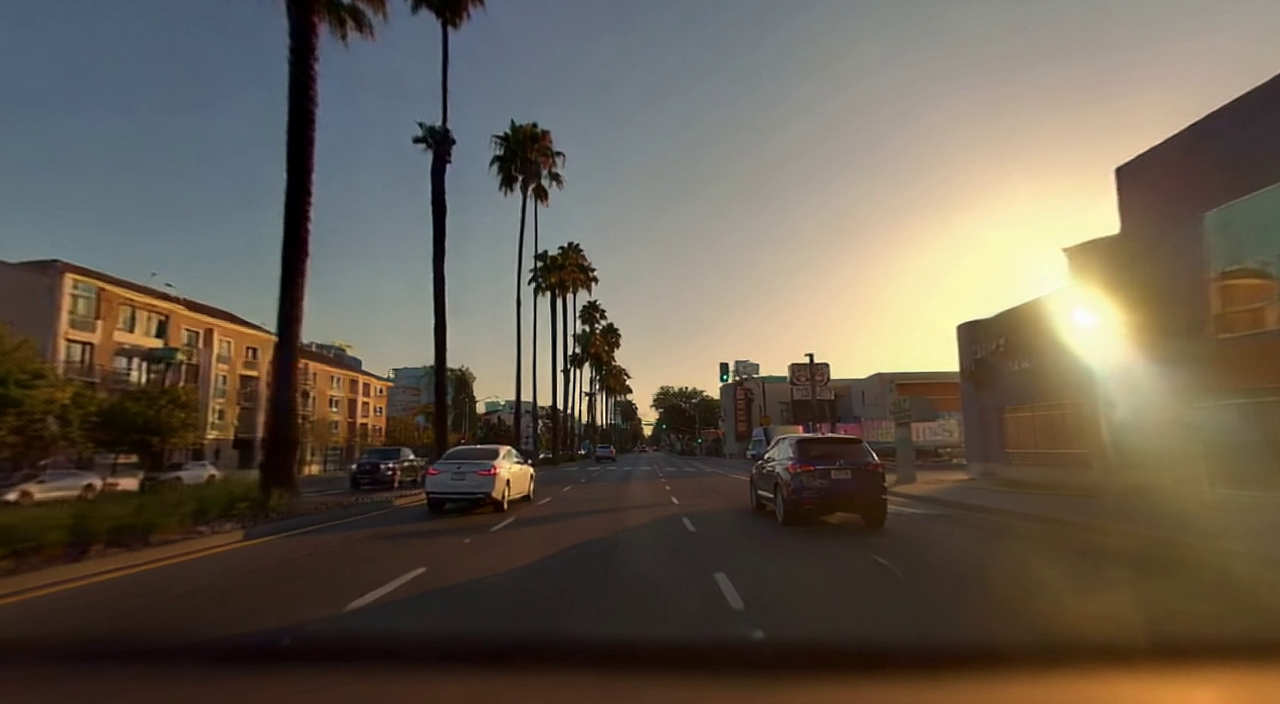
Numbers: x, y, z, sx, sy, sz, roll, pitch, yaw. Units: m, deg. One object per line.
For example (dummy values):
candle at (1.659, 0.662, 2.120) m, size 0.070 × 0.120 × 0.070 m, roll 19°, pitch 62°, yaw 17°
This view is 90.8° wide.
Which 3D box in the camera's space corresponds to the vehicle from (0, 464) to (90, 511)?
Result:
vehicle at (-22.868, 4.914, 22.893) m, size 1.926 × 1.483 × 4.349 m, roll -2°, pitch -9°, yaw 1°

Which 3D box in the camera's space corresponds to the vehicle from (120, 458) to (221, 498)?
vehicle at (-22.964, 6.133, 31.106) m, size 1.868 × 1.602 × 4.102 m, roll -3°, pitch -8°, yaw -1°

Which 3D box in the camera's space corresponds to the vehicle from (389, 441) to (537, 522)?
vehicle at (-3.650, 2.743, 13.900) m, size 2.034 × 1.498 × 3.995 m, roll 0°, pitch -9°, yaw 1°

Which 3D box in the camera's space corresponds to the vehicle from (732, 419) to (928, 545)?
vehicle at (2.934, 2.121, 10.893) m, size 1.982 × 1.711 × 4.276 m, roll 0°, pitch -9°, yaw -1°
